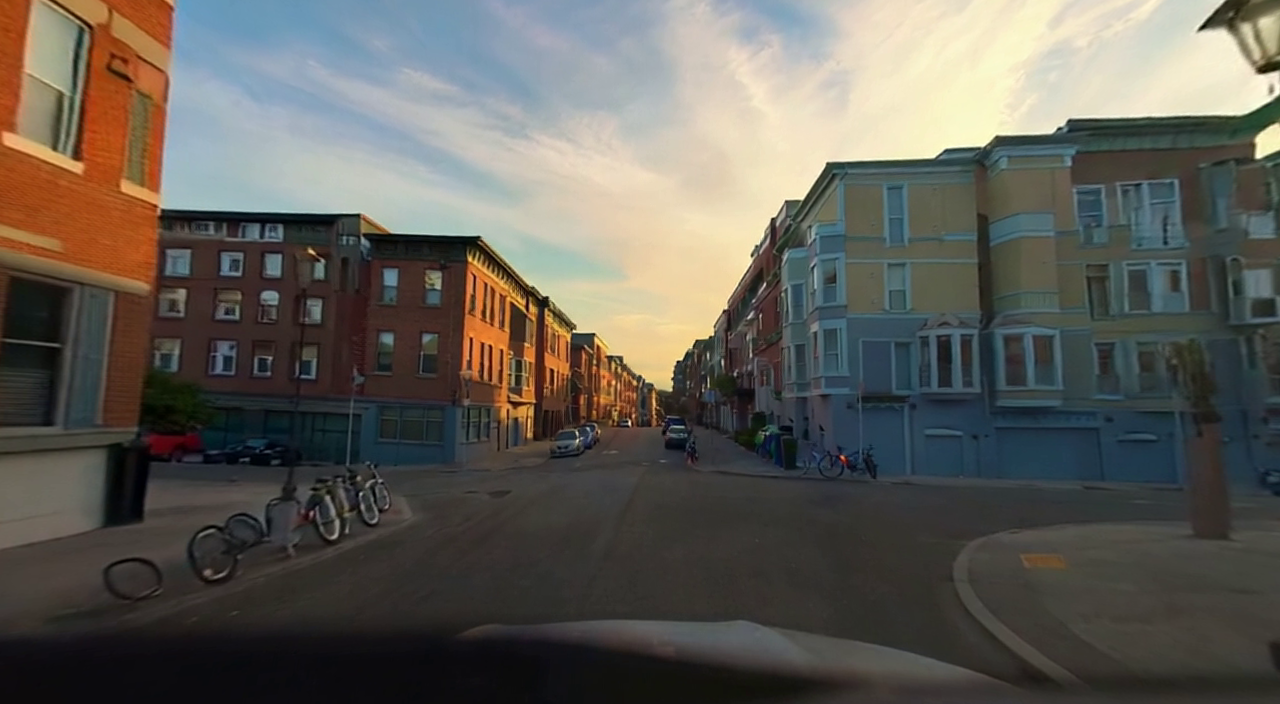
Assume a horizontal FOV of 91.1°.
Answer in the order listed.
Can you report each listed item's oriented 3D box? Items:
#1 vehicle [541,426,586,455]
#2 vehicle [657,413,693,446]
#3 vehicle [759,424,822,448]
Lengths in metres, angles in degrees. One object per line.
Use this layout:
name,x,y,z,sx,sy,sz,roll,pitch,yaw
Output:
vehicle,-4.054,4.760,33.985,1.897,1.431,3.741,0,-7,1
vehicle,2.341,5.313,43.069,2.072,2.074,4.358,0,-7,-2
vehicle,9.027,5.065,37.902,3.404,1.431,1.641,0,-7,0
